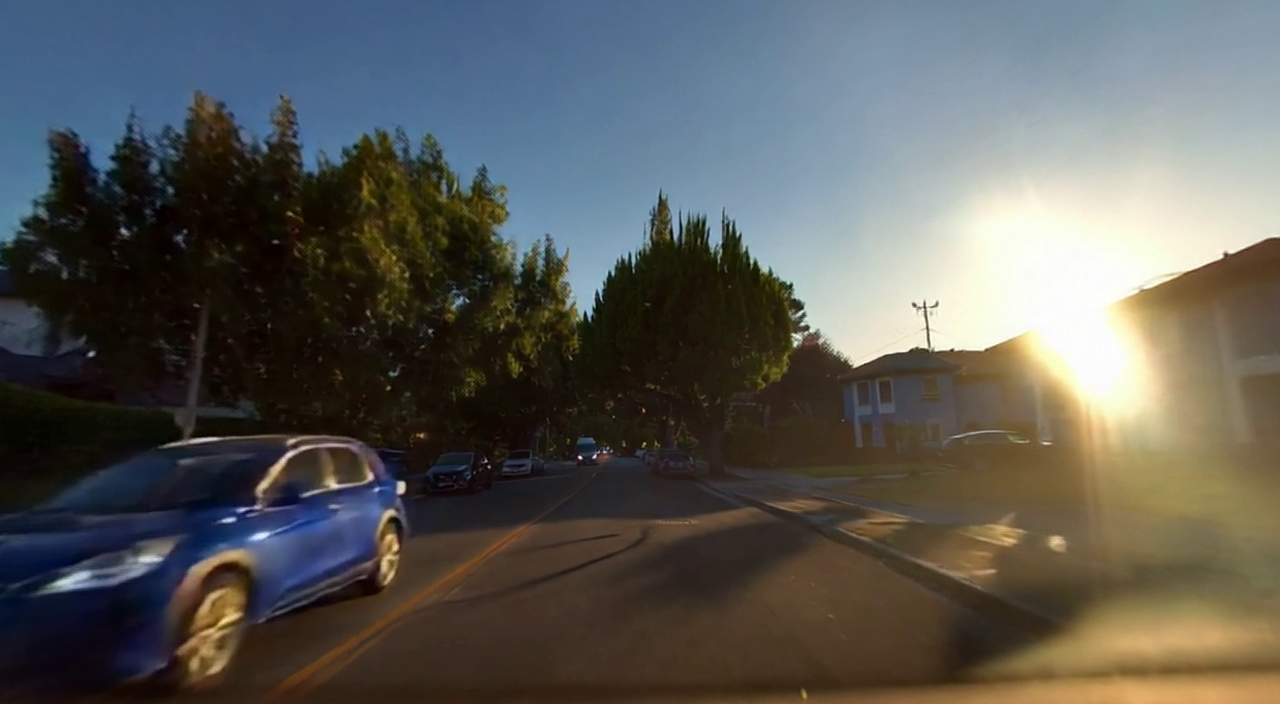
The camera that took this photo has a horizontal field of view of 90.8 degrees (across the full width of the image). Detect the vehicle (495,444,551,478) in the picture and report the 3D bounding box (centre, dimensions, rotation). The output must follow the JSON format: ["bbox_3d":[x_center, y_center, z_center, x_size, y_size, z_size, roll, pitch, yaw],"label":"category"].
[{"bbox_3d":[-6.802,6.389,37.396,2.265,1.876,5.371,0,-9,0],"label":"vehicle"}]

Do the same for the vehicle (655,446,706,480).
[{"bbox_3d":[1.932,5.474,31.467,1.996,1.516,4.122,0,-9,-4],"label":"vehicle"}]

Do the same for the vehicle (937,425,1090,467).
[{"bbox_3d":[13.500,3.444,23.148,4.370,1.433,1.889,-2,-9,13],"label":"vehicle"}]

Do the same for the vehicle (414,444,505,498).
[{"bbox_3d":[-6.346,4.197,22.782,2.033,1.721,4.328,0,-9,-1],"label":"vehicle"}]

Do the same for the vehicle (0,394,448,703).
[{"bbox_3d":[-3.472,1.398,5.594,2.106,1.688,4.392,0,-9,1],"label":"vehicle"}]
